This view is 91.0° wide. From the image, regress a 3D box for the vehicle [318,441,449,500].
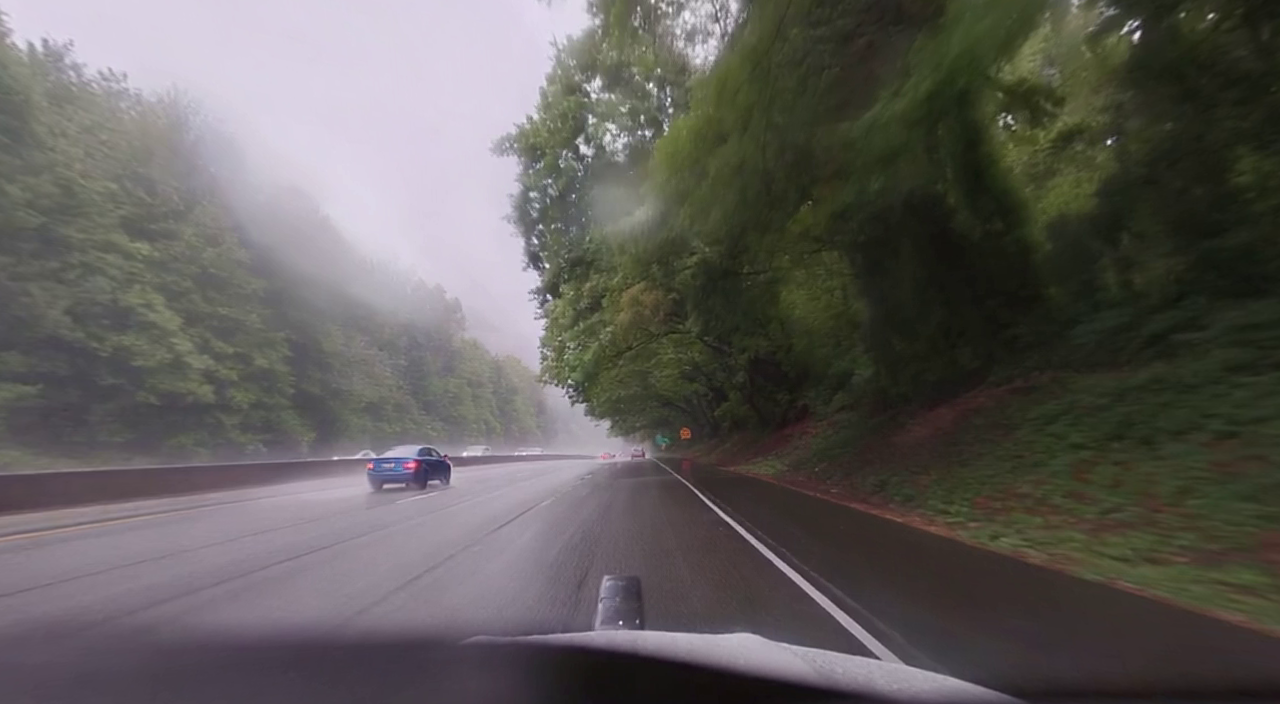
[{"bbox_3d":[-7.687,3.574,19.509,2.094,1.579,4.655,0,-9,0],"label":"vehicle"}]
